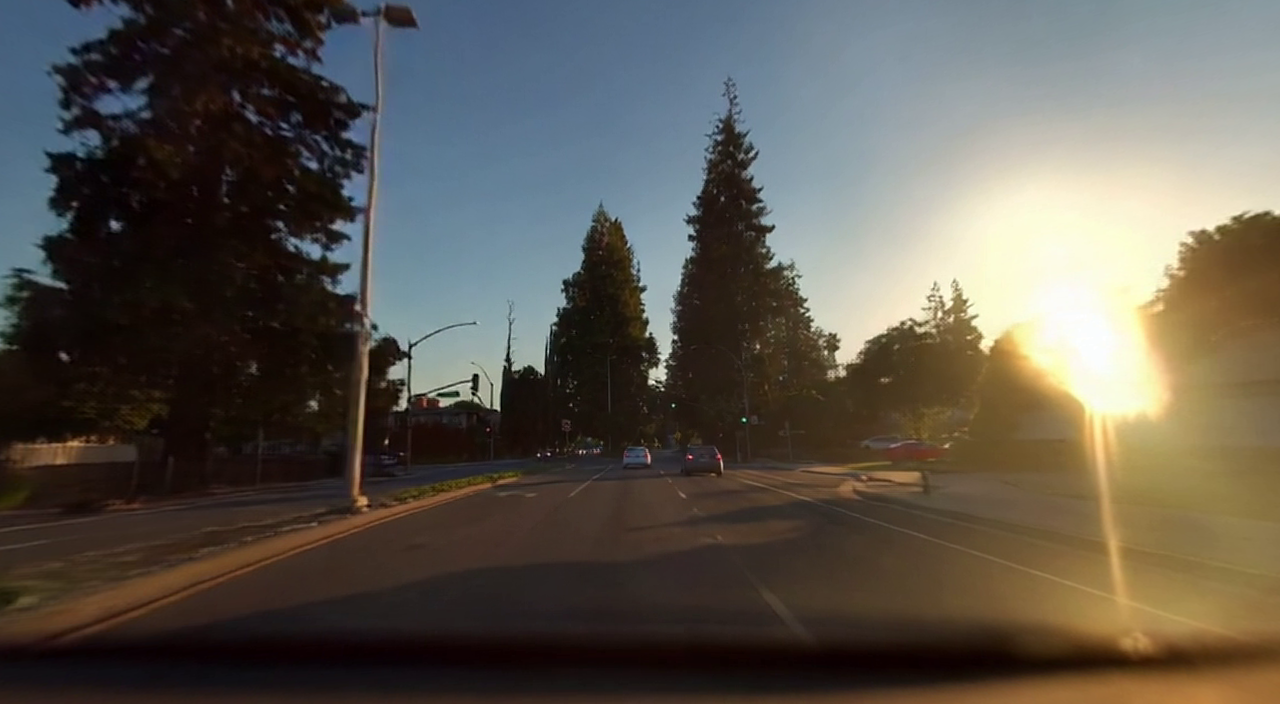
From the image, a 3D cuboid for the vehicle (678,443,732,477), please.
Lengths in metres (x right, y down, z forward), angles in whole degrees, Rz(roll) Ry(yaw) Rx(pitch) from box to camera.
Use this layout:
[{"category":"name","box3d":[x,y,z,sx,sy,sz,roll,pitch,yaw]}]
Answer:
[{"category":"vehicle","box3d":[3.038,5.124,30.351,2.057,1.496,4.401,0,-8,-1]}]

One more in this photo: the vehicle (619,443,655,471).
[{"category":"vehicle","box3d":[-0.150,6.199,37.504,2.018,1.511,3.993,0,-8,0]}]
